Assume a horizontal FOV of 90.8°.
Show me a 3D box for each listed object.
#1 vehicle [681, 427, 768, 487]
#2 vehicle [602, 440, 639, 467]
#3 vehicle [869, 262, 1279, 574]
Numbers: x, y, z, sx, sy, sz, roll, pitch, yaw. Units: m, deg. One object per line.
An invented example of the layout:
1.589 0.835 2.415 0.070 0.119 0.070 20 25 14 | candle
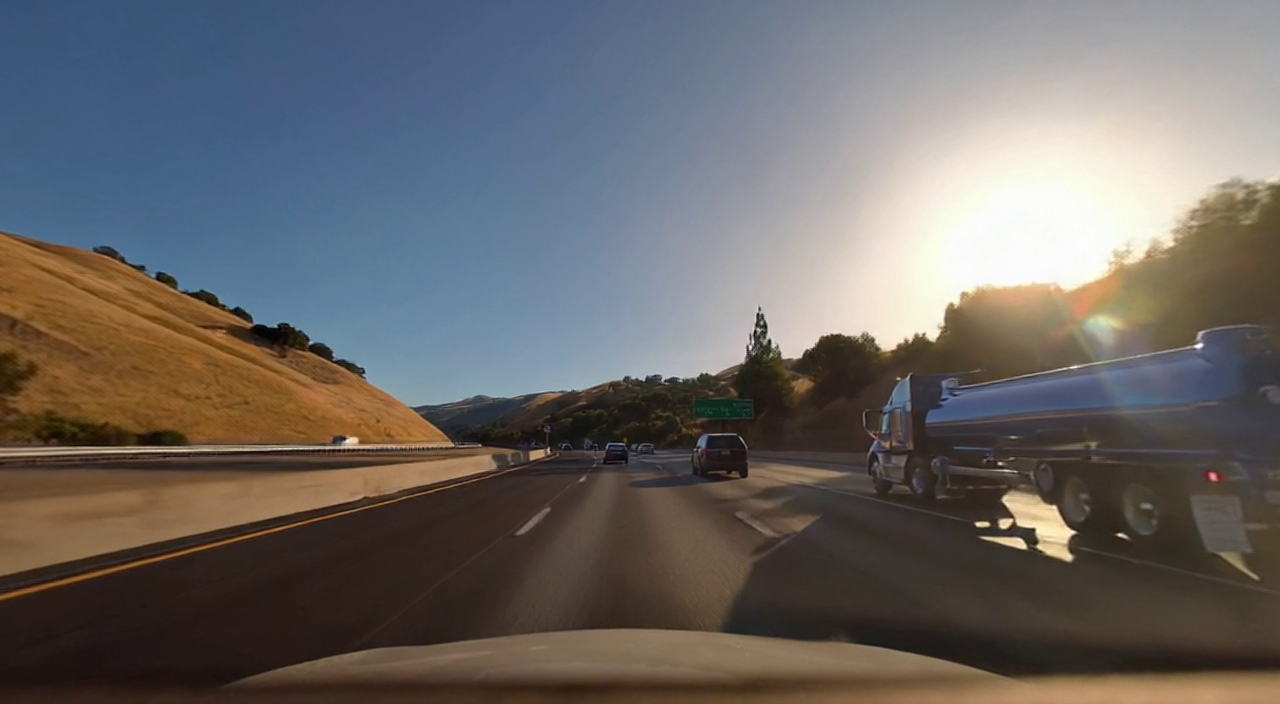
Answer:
2.723 3.509 21.465 2.098 1.794 4.561 1 -8 -3 | vehicle
-1.193 6.028 37.652 2.083 1.477 3.965 1 -8 -3 | vehicle
7.499 1.360 11.479 2.805 3.212 9.978 0 -8 -1 | vehicle
